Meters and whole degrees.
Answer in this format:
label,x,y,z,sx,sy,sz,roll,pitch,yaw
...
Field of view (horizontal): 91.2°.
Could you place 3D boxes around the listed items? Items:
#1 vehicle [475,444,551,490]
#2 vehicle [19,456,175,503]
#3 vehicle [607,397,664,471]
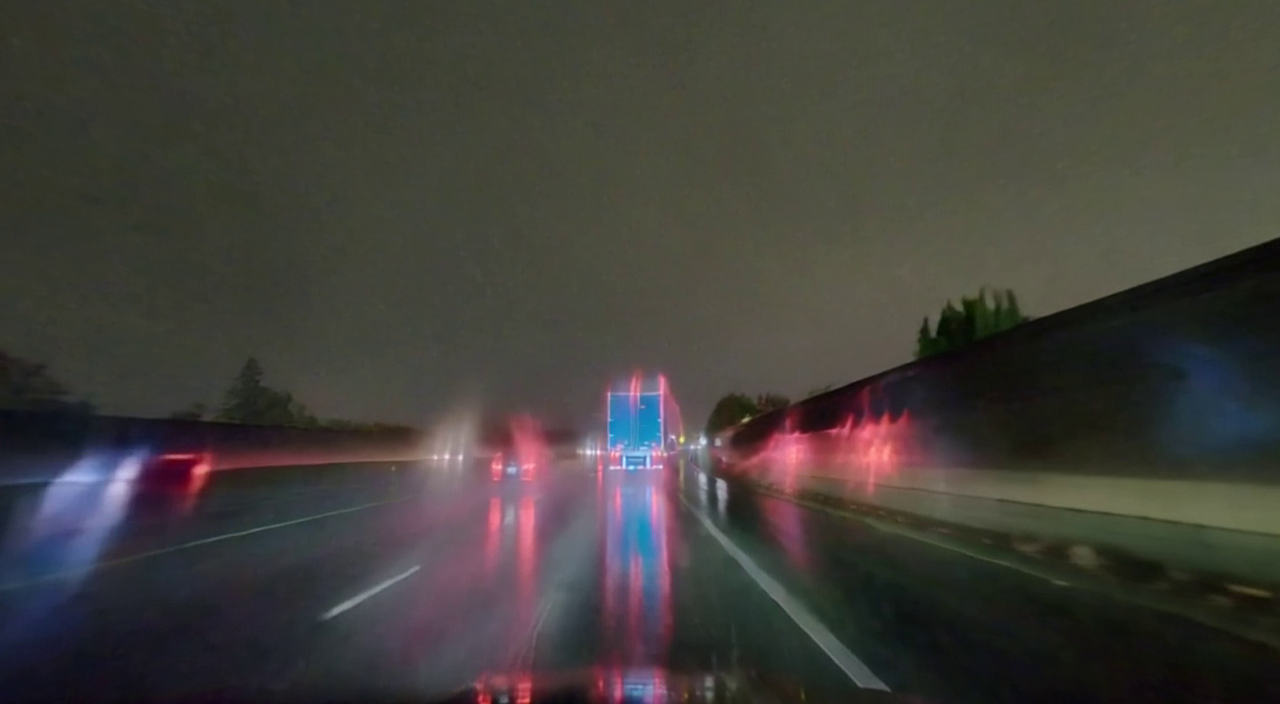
label,x,y,z,sx,sy,sz,roll,pitch,yaw
vehicle,-4.474,4.099,22.614,1.895,1.500,3.808,0,-9,1
vehicle,-21.519,5.028,25.163,1.933,1.646,4.718,-1,-9,1
vehicle,-0.224,5.363,40.017,3.123,4.094,10.812,0,-9,0
